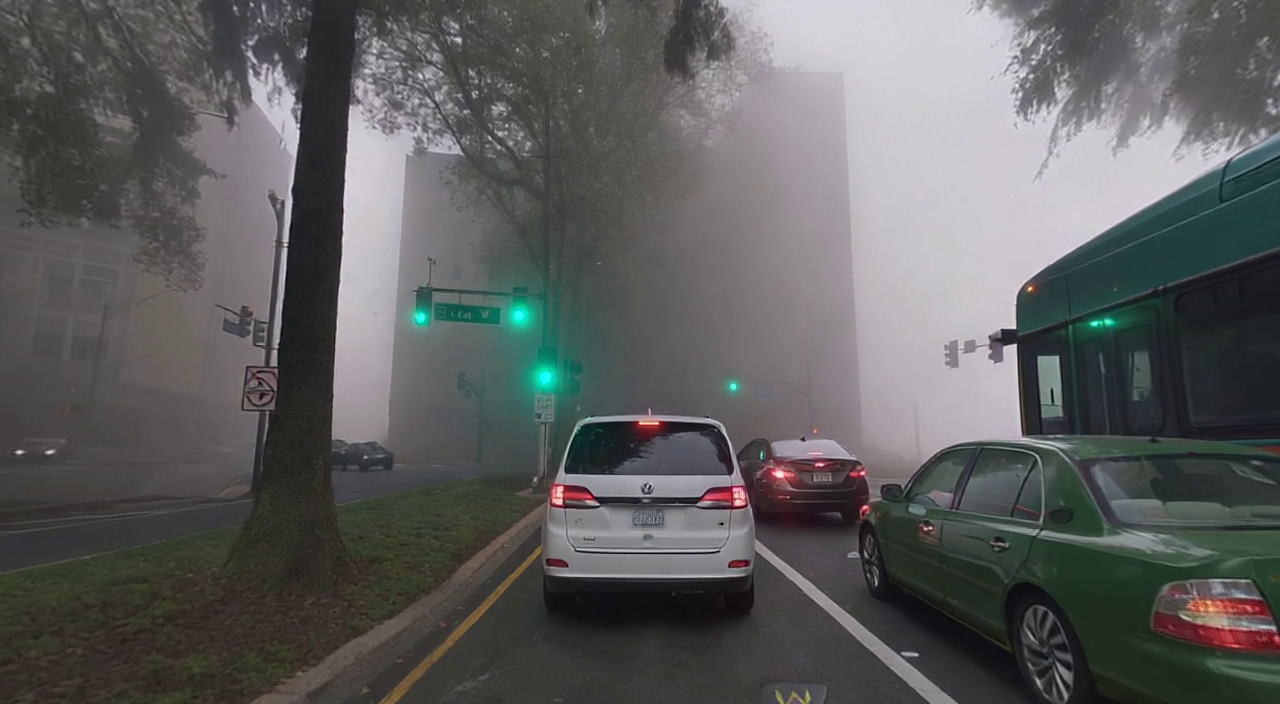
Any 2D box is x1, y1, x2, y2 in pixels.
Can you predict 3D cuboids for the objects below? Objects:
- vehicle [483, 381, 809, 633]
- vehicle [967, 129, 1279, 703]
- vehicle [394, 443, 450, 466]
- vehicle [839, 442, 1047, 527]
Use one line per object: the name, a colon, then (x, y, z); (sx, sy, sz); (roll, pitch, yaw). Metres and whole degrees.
vehicle: (0.019, 1.476, 7.005); (2.381, 1.842, 4.603); (0, -8, -1)
vehicle: (2.617, 0.318, 0.422); (2.037, 2.065, 5.037); (0, -8, 0)
vehicle: (-17.216, 8.044, 49.528); (4.097, 1.720, 1.924); (-5, -10, 31)
vehicle: (5.990, 2.640, 13.219); (1.987, 1.457, 4.675); (0, -8, -1)
